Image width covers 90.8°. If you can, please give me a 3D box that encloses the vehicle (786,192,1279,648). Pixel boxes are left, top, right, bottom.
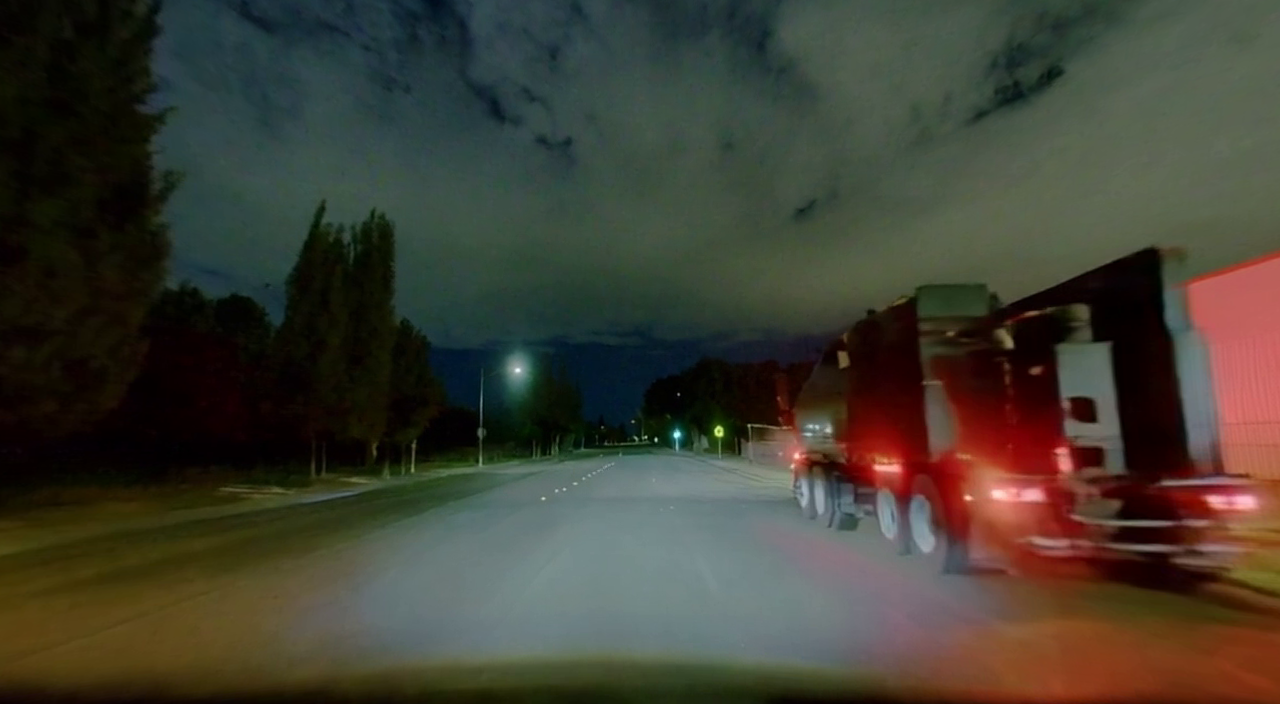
[{"bbox_3d":[4.099,0.856,7.718,3.019,3.303,6.252,0,-8,-1],"label":"vehicle"}]
